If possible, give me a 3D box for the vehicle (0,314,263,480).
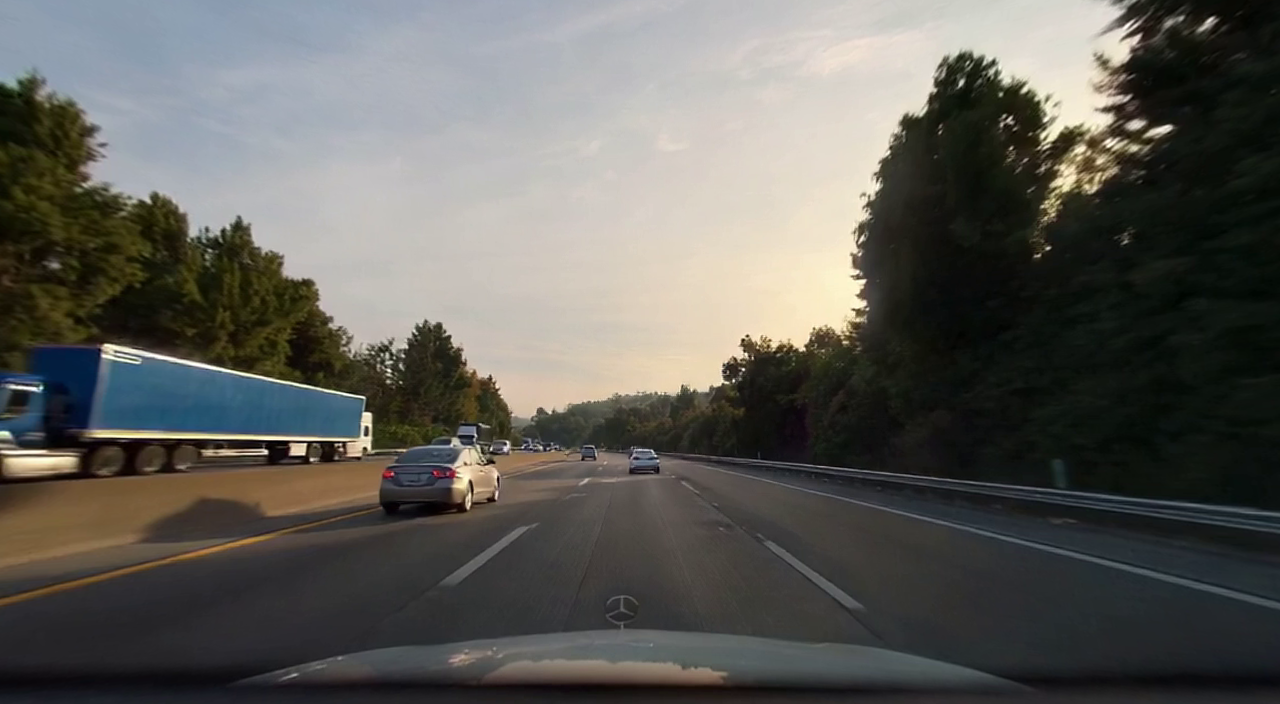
[{"bbox_3d":[-16.860,1.840,20.265,2.930,3.986,10.582,0,-9,0],"label":"vehicle"}]

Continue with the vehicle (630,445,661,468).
[{"bbox_3d":[0.348,7.340,44.531,2.008,1.499,3.192,0,-9,-2],"label":"vehicle"}]

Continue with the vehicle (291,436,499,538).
[{"bbox_3d":[-4.150,2.352,11.673,2.054,1.500,4.469,0,-9,0],"label":"vehicle"}]
